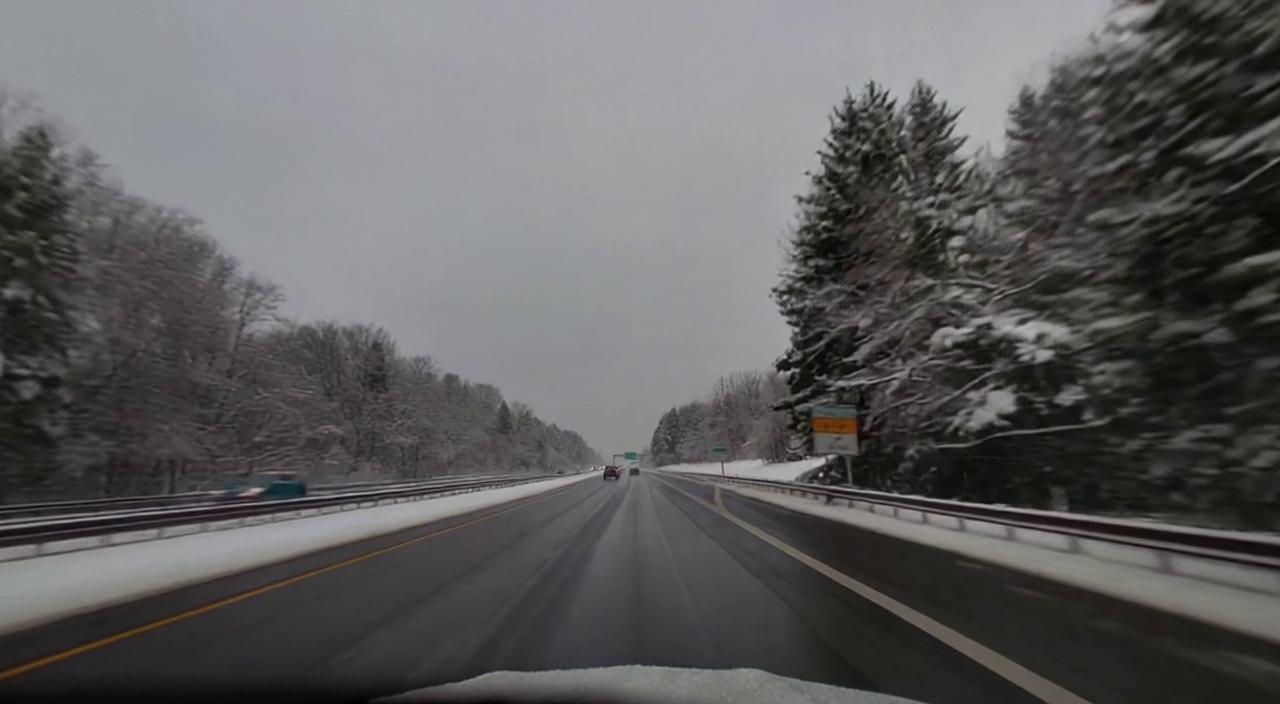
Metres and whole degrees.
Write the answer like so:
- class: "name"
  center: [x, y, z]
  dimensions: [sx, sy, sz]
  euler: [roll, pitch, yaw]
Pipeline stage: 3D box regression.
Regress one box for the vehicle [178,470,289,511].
- class: "vehicle"
  center: [-16.114, 5.485, 25.239]
  dimensions: [1.725, 1.427, 3.999]
  euler: [1, -10, 0]
